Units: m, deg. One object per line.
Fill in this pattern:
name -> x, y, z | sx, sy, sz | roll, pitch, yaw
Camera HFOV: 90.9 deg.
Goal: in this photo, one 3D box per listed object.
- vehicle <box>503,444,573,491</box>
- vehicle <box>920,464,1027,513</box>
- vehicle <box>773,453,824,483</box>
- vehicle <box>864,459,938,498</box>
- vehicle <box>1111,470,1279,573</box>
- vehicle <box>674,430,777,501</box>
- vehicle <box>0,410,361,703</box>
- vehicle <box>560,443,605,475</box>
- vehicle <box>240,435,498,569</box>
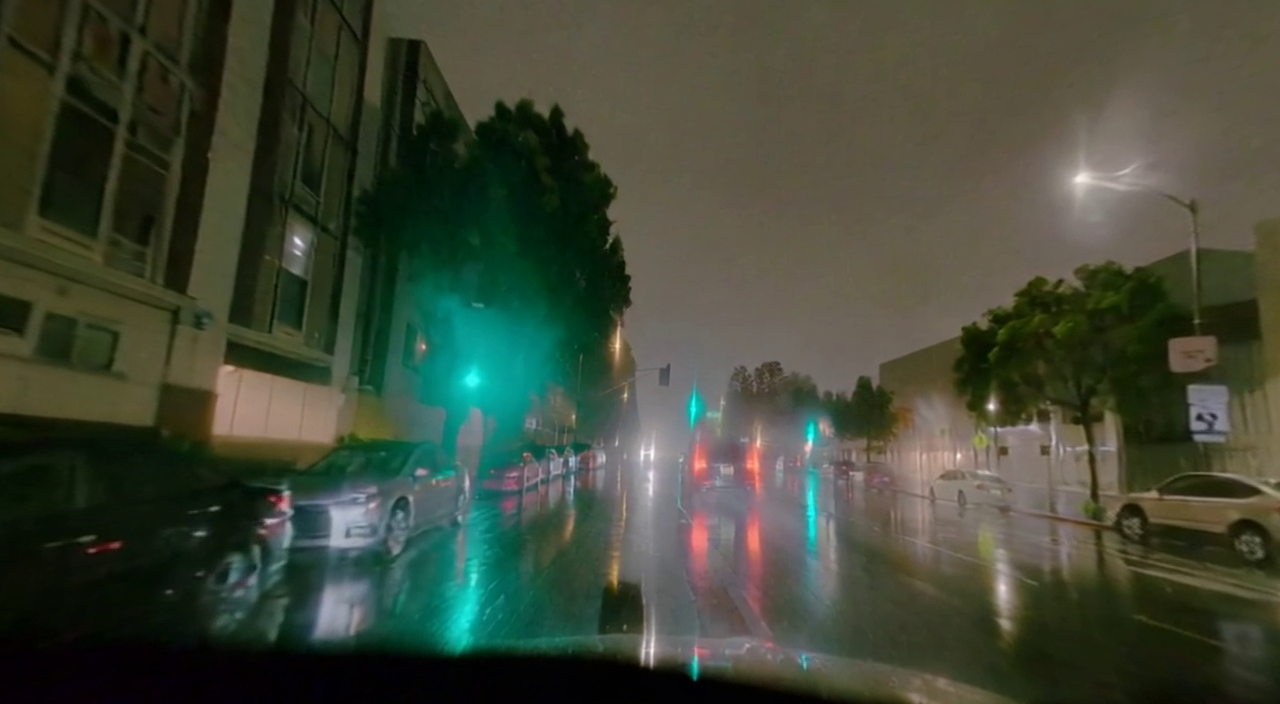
vehicle -> -3.504, 4.035, 22.431 | 1.842, 1.497, 4.238 | 0, -8, -1
vehicle -> 13.278, 5.418, 25.421 | 1.866, 1.554, 4.393 | 1, -8, -1
vehicle -> 9.748, 7.136, 39.009 | 2.022, 1.512, 4.120 | 5, -9, 0
vehicle -> 13.382, 6.500, 32.627 | 2.036, 1.704, 4.401 | 3, -9, 1
vehicle -> 13.286, 3.670, 13.928 | 2.189, 1.753, 4.376 | 4, -8, -5
vehicle -> 2.455, 3.499, 19.989 | 2.411, 1.899, 5.993 | 0, -9, 0
vehicle -> -3.565, 1.115, 3.467 | 1.989, 1.467, 4.350 | 0, -8, 1
vehicle -> -3.153, 5.930, 35.214 | 1.933, 1.652, 4.508 | 0, -9, 2
vehicle -> -3.565, 2.023, 9.322 | 1.822, 1.488, 4.271 | 0, -8, 1
